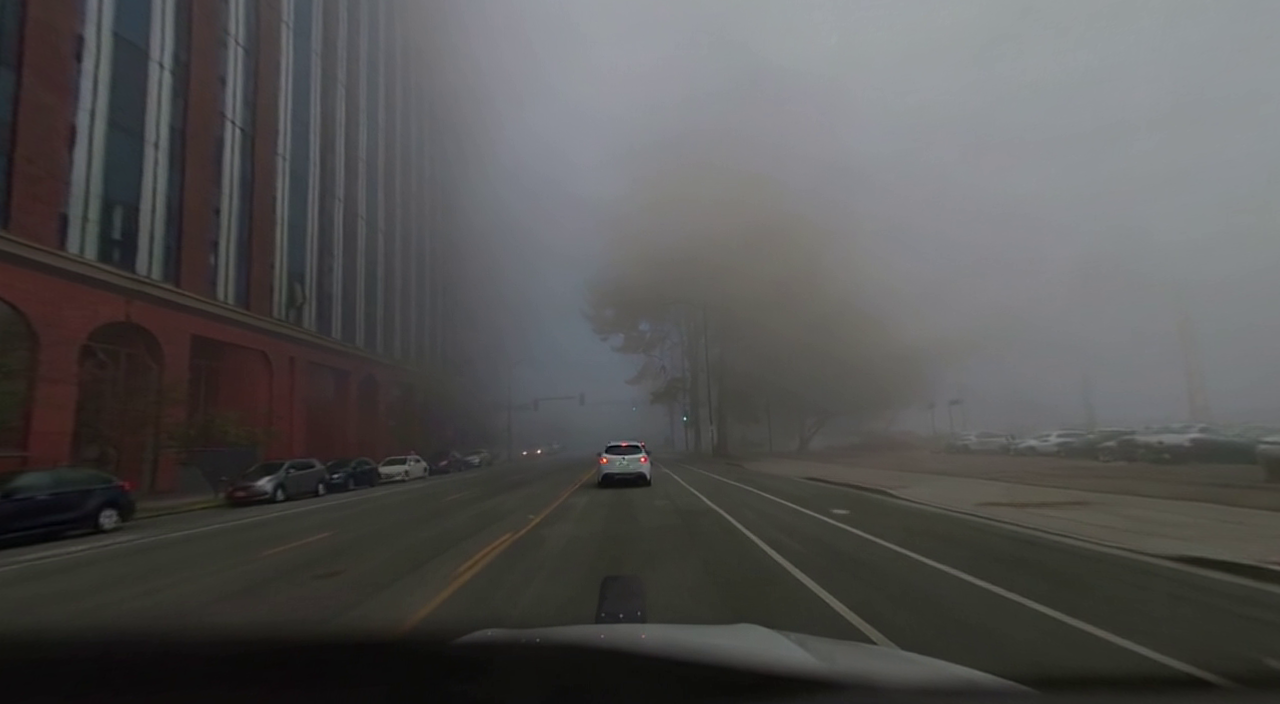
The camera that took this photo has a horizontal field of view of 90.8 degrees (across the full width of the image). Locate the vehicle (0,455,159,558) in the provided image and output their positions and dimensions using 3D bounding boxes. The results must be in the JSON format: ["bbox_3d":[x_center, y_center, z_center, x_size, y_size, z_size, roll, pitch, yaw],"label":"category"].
[{"bbox_3d":[-11.896,2.865,12.104,1.881,1.686,4.451,0,-8,-1],"label":"vehicle"}]

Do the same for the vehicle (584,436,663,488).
[{"bbox_3d":[-0.493,3.466,20.269,2.269,1.479,3.980,0,-8,-1],"label":"vehicle"}]

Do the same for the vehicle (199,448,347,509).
[{"bbox_3d":[-11.982,4.110,21.112,2.077,1.732,4.704,0,-8,0],"label":"vehicle"}]

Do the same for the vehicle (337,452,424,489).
[{"bbox_3d":[-11.850,5.416,29.273,1.991,1.507,4.879,0,-8,0],"label":"vehicle"}]

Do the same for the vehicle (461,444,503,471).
[{"bbox_3d":[-12.146,8.133,48.929,2.090,1.784,4.832,-4,-8,-2],"label":"vehicle"}]

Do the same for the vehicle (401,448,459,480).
[{"bbox_3d":[-12.158,6.473,36.834,1.976,1.577,4.091,-4,-8,-1],"label":"vehicle"}]
